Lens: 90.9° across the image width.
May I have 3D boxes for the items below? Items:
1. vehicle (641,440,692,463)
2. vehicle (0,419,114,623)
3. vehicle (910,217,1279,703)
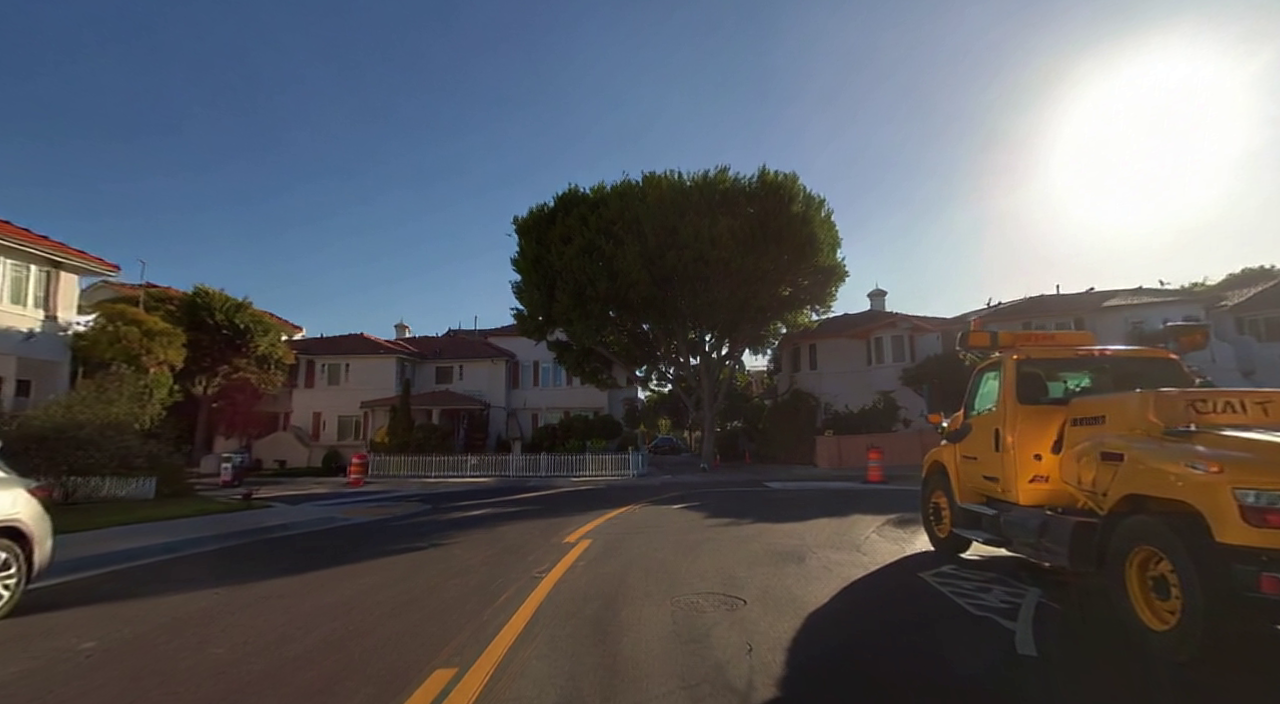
[{"bbox_3d":[1.911,7.247,46.124,3.629,1.578,1.802,0,-8,-1],"label":"vehicle"},{"bbox_3d":[-6.729,1.303,4.205,2.220,1.765,4.799,0,-8,1],"label":"vehicle"},{"bbox_3d":[4.337,0.816,5.082,2.501,2.613,3.505,0,-9,-4],"label":"vehicle"}]
